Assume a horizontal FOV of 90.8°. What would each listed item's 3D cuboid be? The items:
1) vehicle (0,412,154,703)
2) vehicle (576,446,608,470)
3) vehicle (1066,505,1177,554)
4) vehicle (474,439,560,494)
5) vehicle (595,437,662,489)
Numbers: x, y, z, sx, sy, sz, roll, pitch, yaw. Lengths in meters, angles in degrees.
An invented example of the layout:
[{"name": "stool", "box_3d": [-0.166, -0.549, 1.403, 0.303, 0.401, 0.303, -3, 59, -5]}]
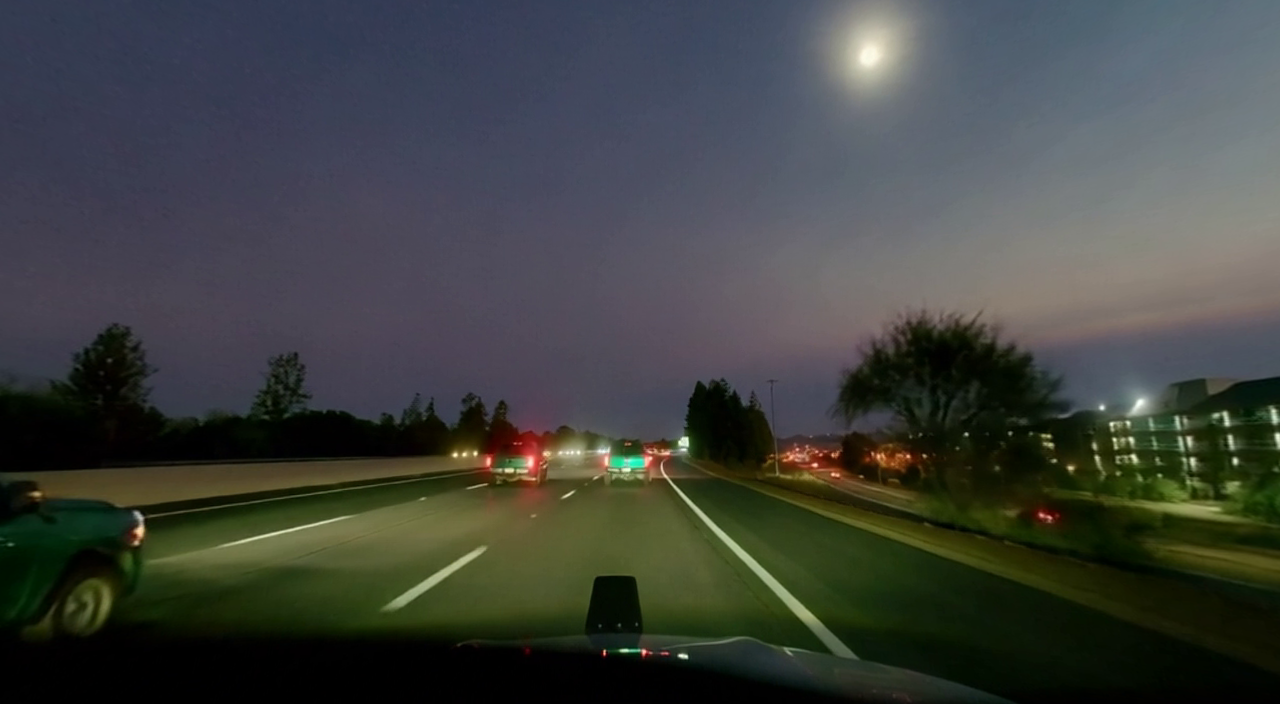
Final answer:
[{"name": "vehicle", "box_3d": [-4.111, 0.845, 1.803, 1.936, 1.470, 4.402, 0, -8, 0]}, {"name": "vehicle", "box_3d": [-3.743, 8.308, 49.904, 1.991, 1.776, 4.333, 0, -8, 2]}, {"name": "vehicle", "box_3d": [22.471, 8.277, 29.744, 1.956, 1.594, 4.425, 0, -8, 5]}, {"name": "vehicle", "box_3d": [-4.242, 4.038, 22.779, 2.038, 1.704, 5.181, 0, -8, 0]}, {"name": "vehicle", "box_3d": [-0.342, 4.136, 23.911, 2.293, 1.753, 4.380, 0, -8, 1]}]
